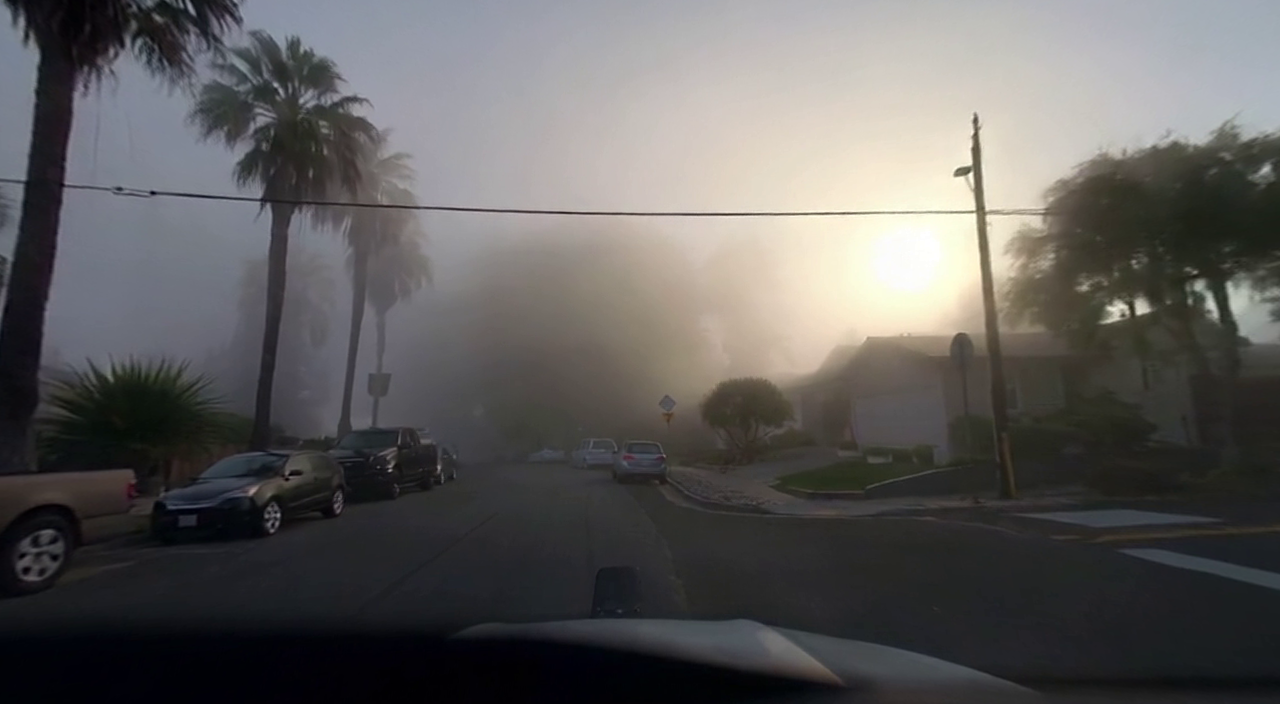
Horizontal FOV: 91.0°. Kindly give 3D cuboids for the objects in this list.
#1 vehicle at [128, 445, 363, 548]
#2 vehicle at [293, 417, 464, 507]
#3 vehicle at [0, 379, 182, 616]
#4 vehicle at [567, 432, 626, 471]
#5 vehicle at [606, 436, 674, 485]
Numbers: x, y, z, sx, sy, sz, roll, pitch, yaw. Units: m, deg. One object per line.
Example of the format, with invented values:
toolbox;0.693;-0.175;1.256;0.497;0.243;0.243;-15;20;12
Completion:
vehicle;-7.098;2.565;11.977;1.875;1.585;4.184;0;-8;-3
vehicle;-7.317;3.180;18.714;2.624;2.178;6.522;1;-8;-4
vehicle;-7.147;1.213;4.930;2.556;2.156;6.159;0;-8;-2
vehicle;-2.506;5.491;35.011;2.139;1.997;4.864;3;-9;-17
vehicle;-0.109;4.042;23.838;2.076;1.658;4.604;1;-8;-6
